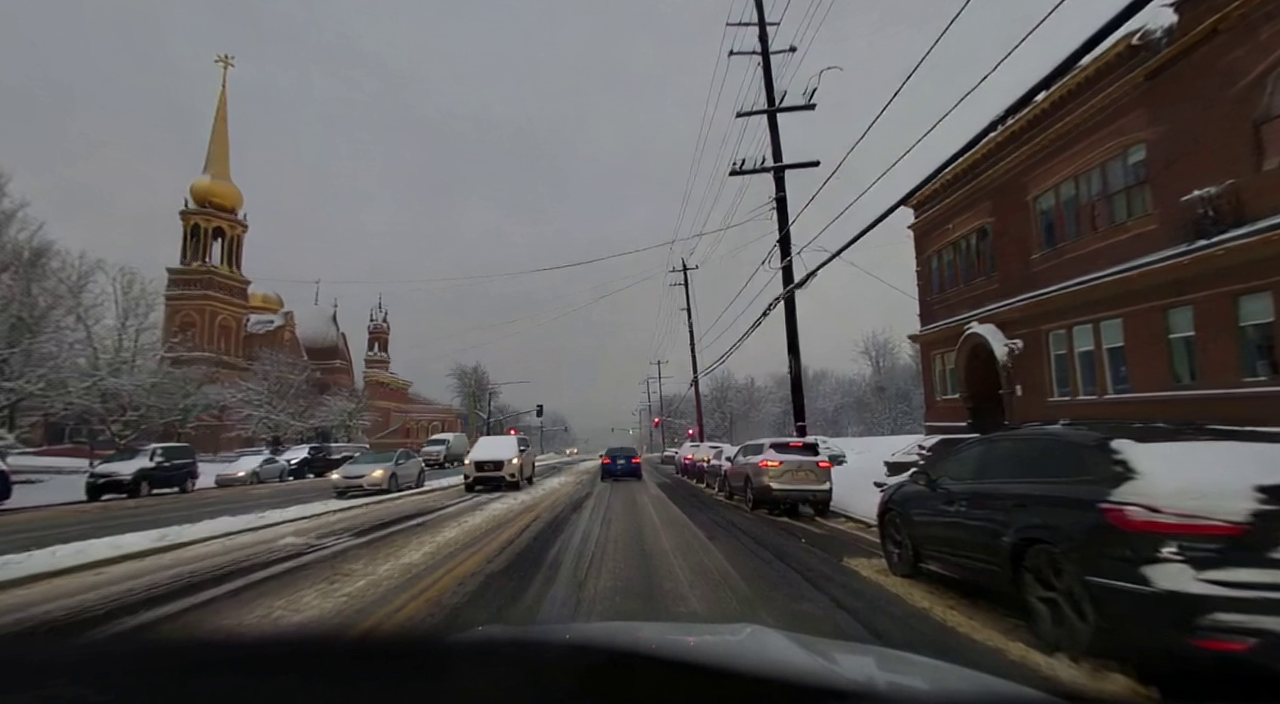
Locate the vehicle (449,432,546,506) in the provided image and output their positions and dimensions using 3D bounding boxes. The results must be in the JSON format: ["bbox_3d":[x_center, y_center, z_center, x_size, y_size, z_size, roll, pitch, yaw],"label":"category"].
[{"bbox_3d":[-3.716,3.108,17.304,2.240,1.731,4.470,1,-9,-8],"label":"vehicle"}]

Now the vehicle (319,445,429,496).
[{"bbox_3d":[-9.074,4.041,21.972,1.996,1.547,4.238,0,-9,-1],"label":"vehicle"}]

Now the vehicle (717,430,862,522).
[{"bbox_3d":[3.382,2.936,15.510,2.106,1.750,5.328,3,-9,-2],"label":"vehicle"}]

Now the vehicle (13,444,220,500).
[{"bbox_3d":[-18.653,4.266,22.761,5.376,1.885,2.218,0,-9,-1],"label":"vehicle"}]

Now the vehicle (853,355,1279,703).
[{"bbox_3d":[3.622,1.305,5.144,2.133,1.791,4.642,2,-9,-1],"label":"vehicle"}]

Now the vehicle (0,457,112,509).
[{"bbox_3d":[-19.134,3.954,19.315,4.252,1.451,1.914,0,-9,1],"label":"vehicle"}]

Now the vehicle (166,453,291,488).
[{"bbox_3d":[-19.105,5.502,29.473,4.465,1.496,1.836,0,-9,0],"label":"vehicle"}]

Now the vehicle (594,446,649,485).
[{"bbox_3d":[-0.699,4.595,26.010,2.049,1.453,4.299,0,-9,0],"label":"vehicle"}]
